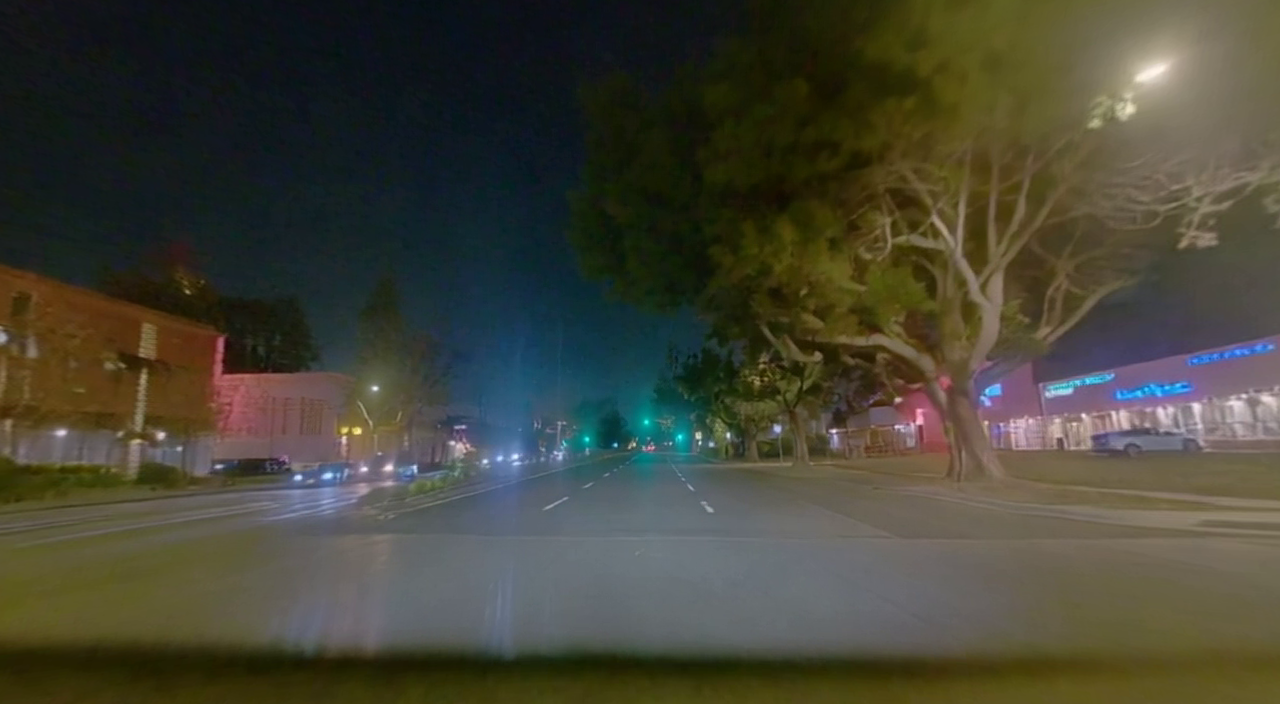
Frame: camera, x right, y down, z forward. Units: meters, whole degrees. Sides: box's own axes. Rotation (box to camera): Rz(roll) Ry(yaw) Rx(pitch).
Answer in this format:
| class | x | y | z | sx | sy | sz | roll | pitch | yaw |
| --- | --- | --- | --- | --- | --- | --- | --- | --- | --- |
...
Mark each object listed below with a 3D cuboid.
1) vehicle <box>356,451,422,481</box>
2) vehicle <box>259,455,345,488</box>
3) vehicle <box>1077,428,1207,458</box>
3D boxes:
| class | x | y | z | sx | sy | sz | roll | pitch | yaw |
| --- | --- | --- | --- | --- | --- | --- | --- | --- | --- |
| vehicle | -14.287 | 6.477 | 36.098 | 1.963 | 1.487 | 4.331 | -3 | -8 | 1 |
| vehicle | -17.888 | 6.326 | 33.668 | 1.945 | 1.486 | 4.652 | -2 | -8 | 1 |
| vehicle | 25.983 | 4.762 | 32.887 | 4.942 | 1.435 | 1.987 | -5 | -9 | 28 |
